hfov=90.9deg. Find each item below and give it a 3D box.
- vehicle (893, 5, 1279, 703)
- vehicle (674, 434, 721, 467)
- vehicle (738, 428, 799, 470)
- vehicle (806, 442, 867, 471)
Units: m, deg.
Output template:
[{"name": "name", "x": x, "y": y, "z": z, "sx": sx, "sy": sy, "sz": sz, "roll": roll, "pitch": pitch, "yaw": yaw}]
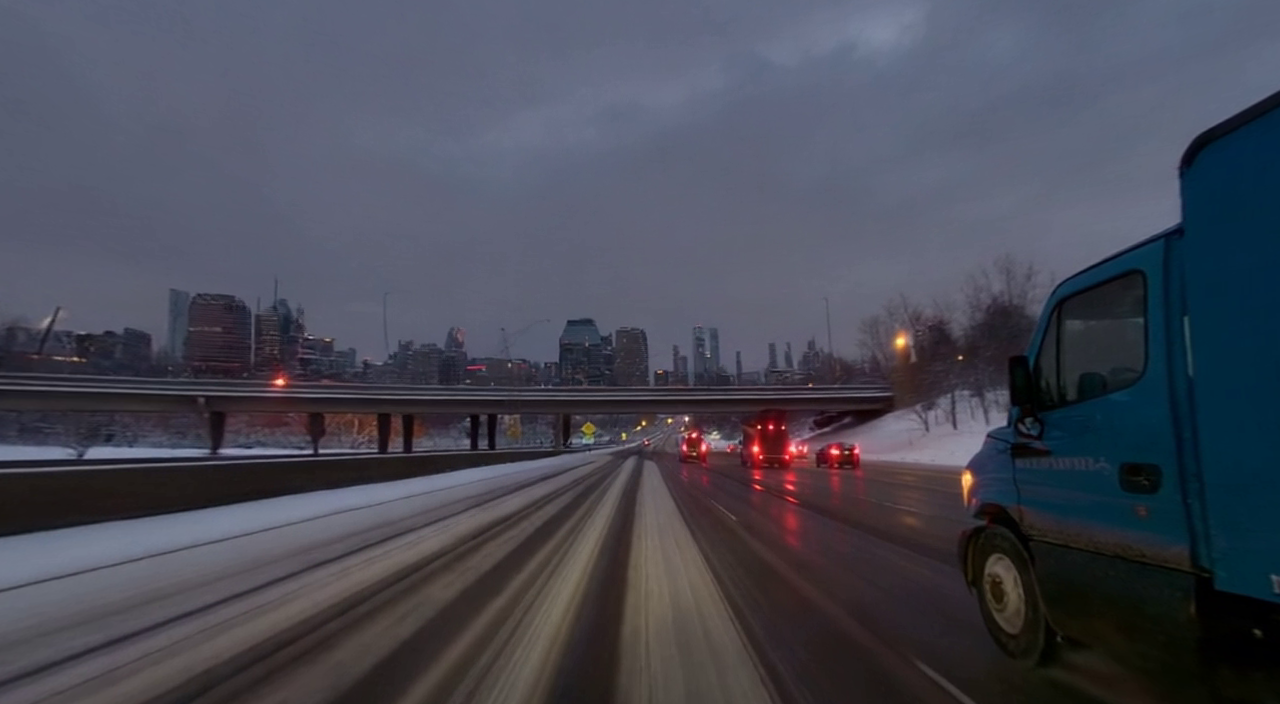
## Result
[{"name": "vehicle", "x": 3.333, "y": 0.154, "z": 1.486, "sx": 2.436, "sy": 2.745, "sz": 7.034, "roll": 0, "pitch": -8, "yaw": -1}, {"name": "vehicle", "x": 3.655, "y": 6.415, "z": 41.259, "sx": 2.464, "sy": 1.961, "sz": 5.520, "roll": 0, "pitch": -8, "yaw": -1}, {"name": "vehicle", "x": 7.265, "y": 5.547, "z": 36.315, "sx": 2.301, "sy": 2.203, "sz": 5.419, "roll": 0, "pitch": -8, "yaw": -1}, {"name": "vehicle", "x": 10.781, "y": 5.773, "z": 34.997, "sx": 1.976, "sy": 1.474, "sz": 4.779, "roll": 0, "pitch": -9, "yaw": 1}]
